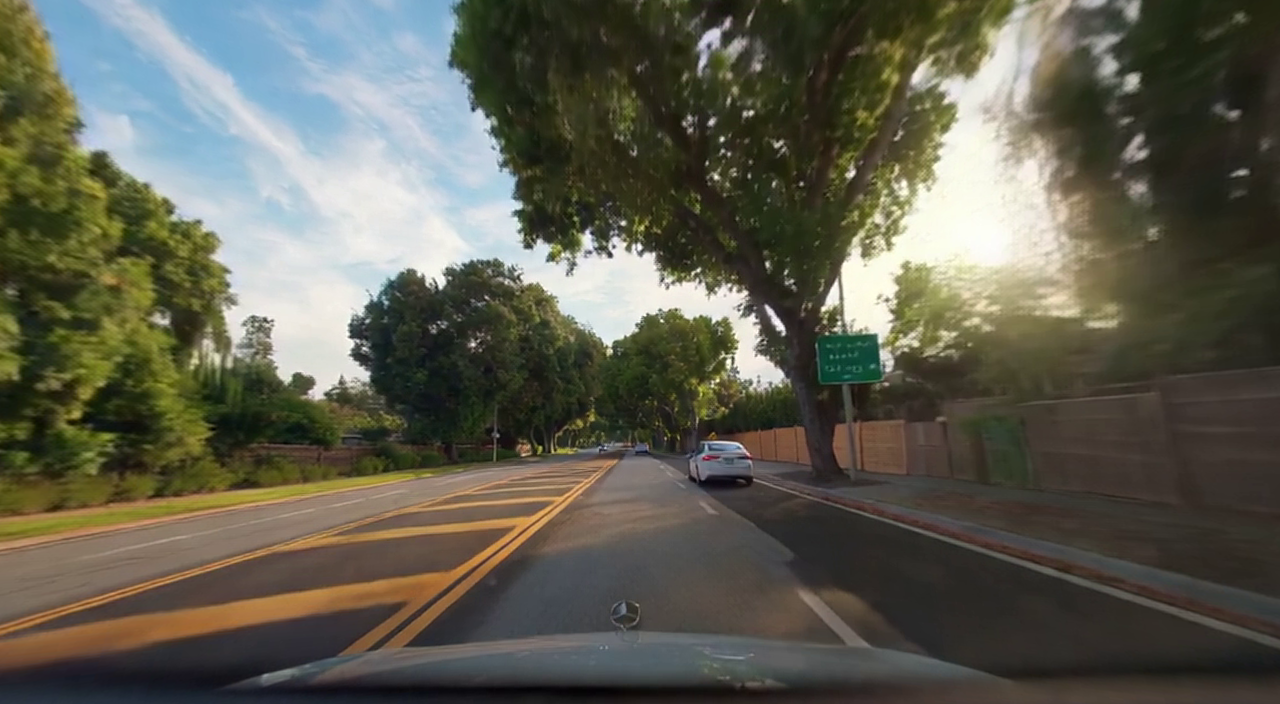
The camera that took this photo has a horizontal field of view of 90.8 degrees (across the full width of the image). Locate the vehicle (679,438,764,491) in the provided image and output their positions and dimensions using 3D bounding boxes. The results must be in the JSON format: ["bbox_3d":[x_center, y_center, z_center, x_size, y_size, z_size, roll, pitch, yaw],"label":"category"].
[{"bbox_3d":[2.412,3.479,19.896,1.991,1.476,4.153,0,-8,-2],"label":"vehicle"}]
